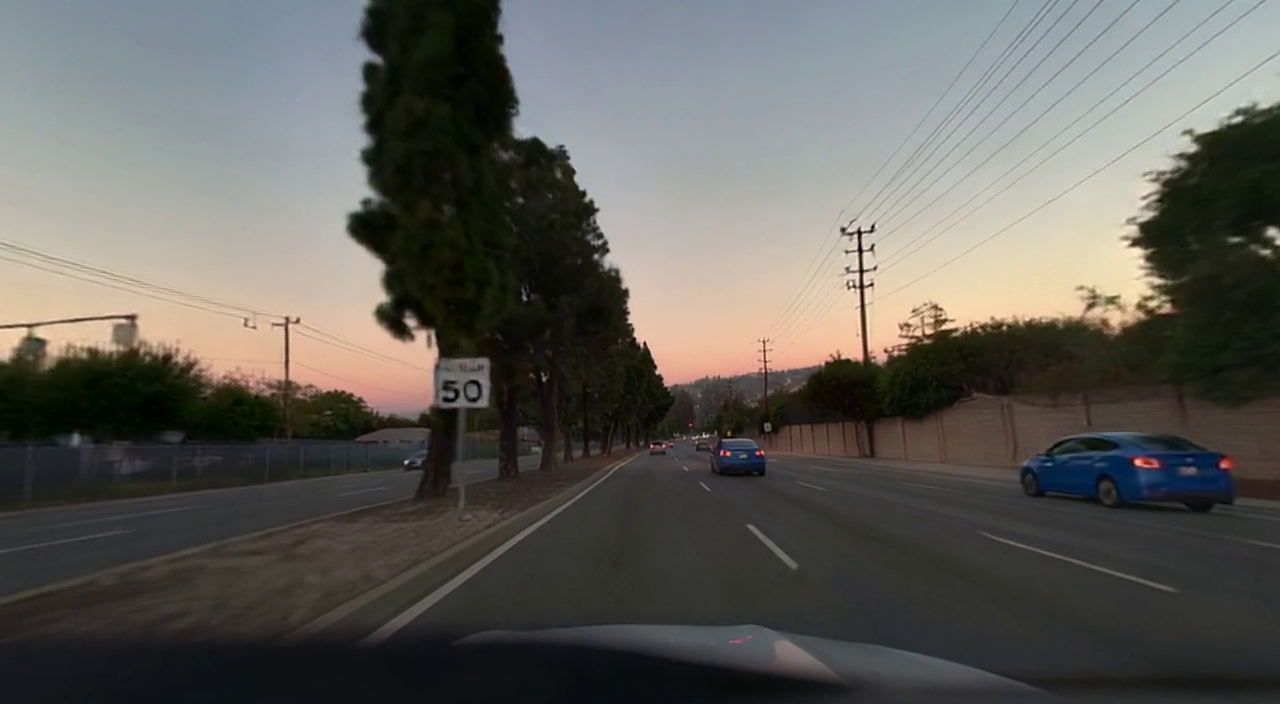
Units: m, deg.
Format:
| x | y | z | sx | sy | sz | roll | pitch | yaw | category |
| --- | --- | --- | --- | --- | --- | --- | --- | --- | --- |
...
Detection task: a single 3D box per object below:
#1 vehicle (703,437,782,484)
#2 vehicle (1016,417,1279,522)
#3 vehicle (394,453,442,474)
| x | y | z | sx | sy | sz | roll | pitch | yaw | category |
| --- | --- | --- | --- | --- | --- | --- | --- | --- | --- |
| 3.480 | 3.765 | 22.179 | 2.063 | 1.481 | 4.247 | 0 | -8 | 0 | vehicle |
| 9.879 | 2.253 | 12.581 | 1.978 | 1.700 | 4.461 | 0 | -8 | 1 | vehicle |
| -16.896 | 8.466 | 48.147 | 1.952 | 1.468 | 4.487 | 0 | -8 | 1 | vehicle |
